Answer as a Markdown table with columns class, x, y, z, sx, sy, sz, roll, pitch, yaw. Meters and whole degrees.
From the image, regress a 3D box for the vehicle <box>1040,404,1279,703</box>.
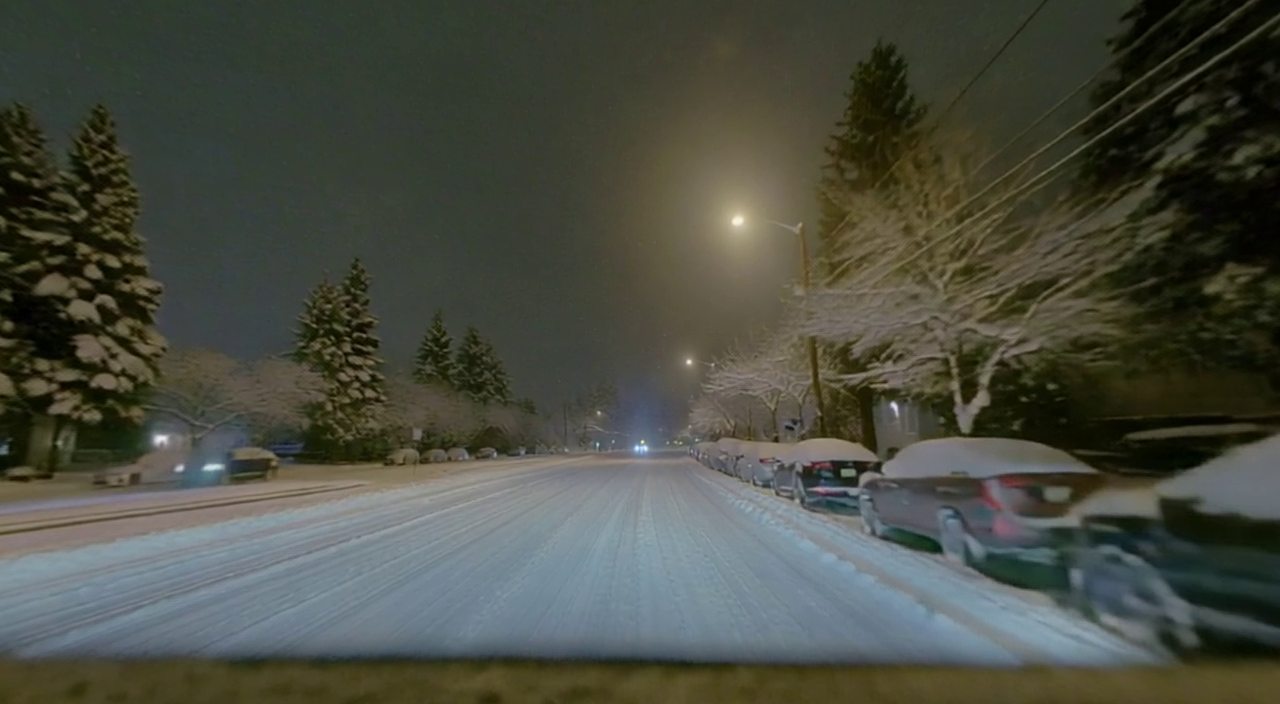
| class | x | y | z | sx | sy | sz | roll | pitch | yaw |
| --- | --- | --- | --- | --- | --- | --- | --- | --- | --- |
| vehicle | 4.216 | 0.979 | 2.838 | 1.899 | 1.529 | 4.406 | 0 | -9 | -1 |

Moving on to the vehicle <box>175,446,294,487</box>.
| class | x | y | z | sx | sy | sz | roll | pitch | yaw |
| --- | --- | --- | --- | --- | --- | --- | --- | --- | --- |
| vehicle | -16.398 | 4.618 | 25.859 | 1.973 | 1.522 | 4.188 | 0 | -9 | 2 |

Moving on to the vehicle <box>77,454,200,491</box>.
| class | x | y | z | sx | sy | sz | roll | pitch | yaw |
| --- | --- | --- | --- | --- | --- | --- | --- | --- | --- |
| vehicle | -23.348 | 5.589 | 29.695 | 1.931 | 1.500 | 4.688 | 0 | -9 | 0 |

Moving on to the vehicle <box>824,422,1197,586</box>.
| class | x | y | z | sx | sy | sz | roll | pitch | yaw |
| --- | --- | --- | --- | --- | --- | --- | --- | --- | --- |
| vehicle | 4.199 | 1.796 | 8.403 | 2.023 | 1.529 | 4.771 | 0 | -9 | -1 |
